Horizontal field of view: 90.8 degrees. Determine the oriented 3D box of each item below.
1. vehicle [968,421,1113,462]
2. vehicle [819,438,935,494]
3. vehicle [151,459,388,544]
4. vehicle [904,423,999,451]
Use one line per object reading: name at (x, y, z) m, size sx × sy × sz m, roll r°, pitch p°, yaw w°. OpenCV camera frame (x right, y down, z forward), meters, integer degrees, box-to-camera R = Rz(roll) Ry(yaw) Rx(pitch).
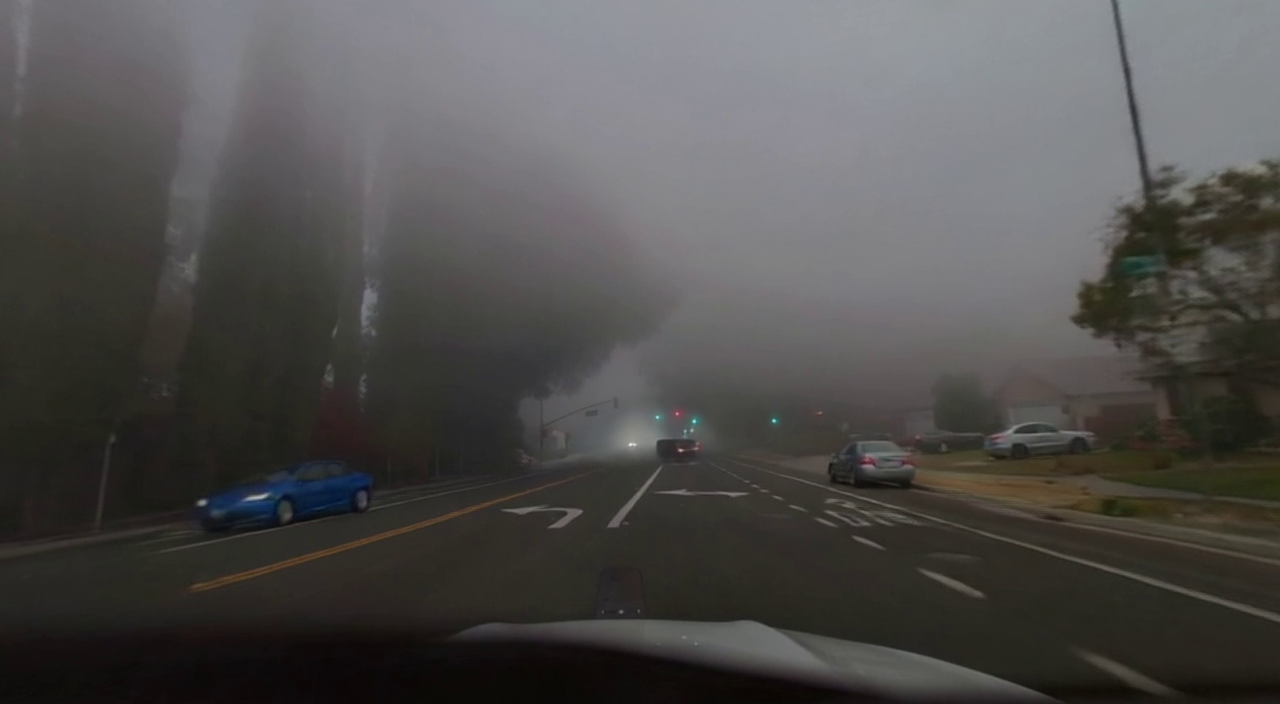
vehicle at (15.217, 3.443, 24.209) m, size 4.164 × 1.470 × 1.921 m, roll -1°, pitch -8°, yaw 6°
vehicle at (6.874, 3.339, 18.892) m, size 1.917 × 1.440 × 4.335 m, roll -1°, pitch -8°, yaw 2°
vehicle at (-8.201, 3.308, 14.704) m, size 2.067 × 1.491 × 4.807 m, roll -2°, pitch -9°, yaw 9°
vehicle at (17.026, 4.683, 34.656) m, size 4.210 × 1.474 × 1.799 m, roll -1°, pitch -8°, yaw 5°
